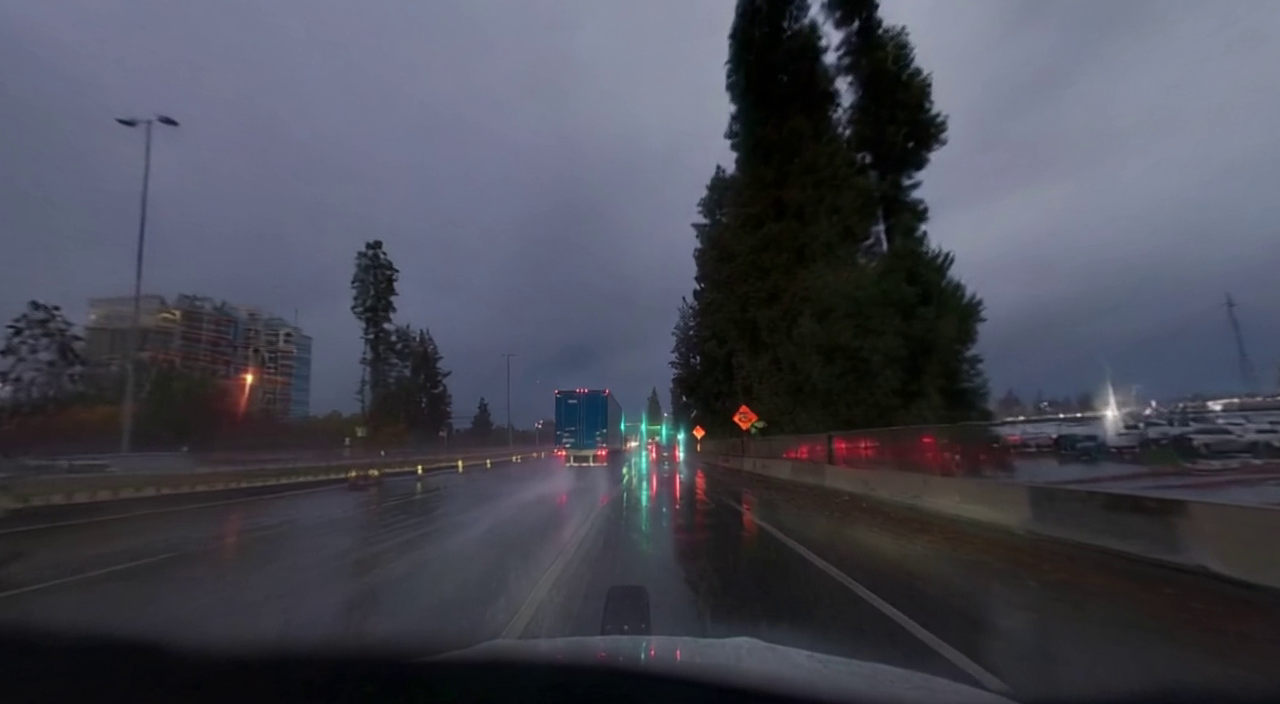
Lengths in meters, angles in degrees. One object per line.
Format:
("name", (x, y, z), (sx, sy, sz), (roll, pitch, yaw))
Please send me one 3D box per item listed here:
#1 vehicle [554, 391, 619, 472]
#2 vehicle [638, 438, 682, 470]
("vehicle", (-3.007, 5.196, 40.199), (2.906, 4.115, 15.715), (-1, -8, 0))
("vehicle", (1.079, 5.782, 35.817), (2.304, 1.675, 4.462), (0, -8, 0))
